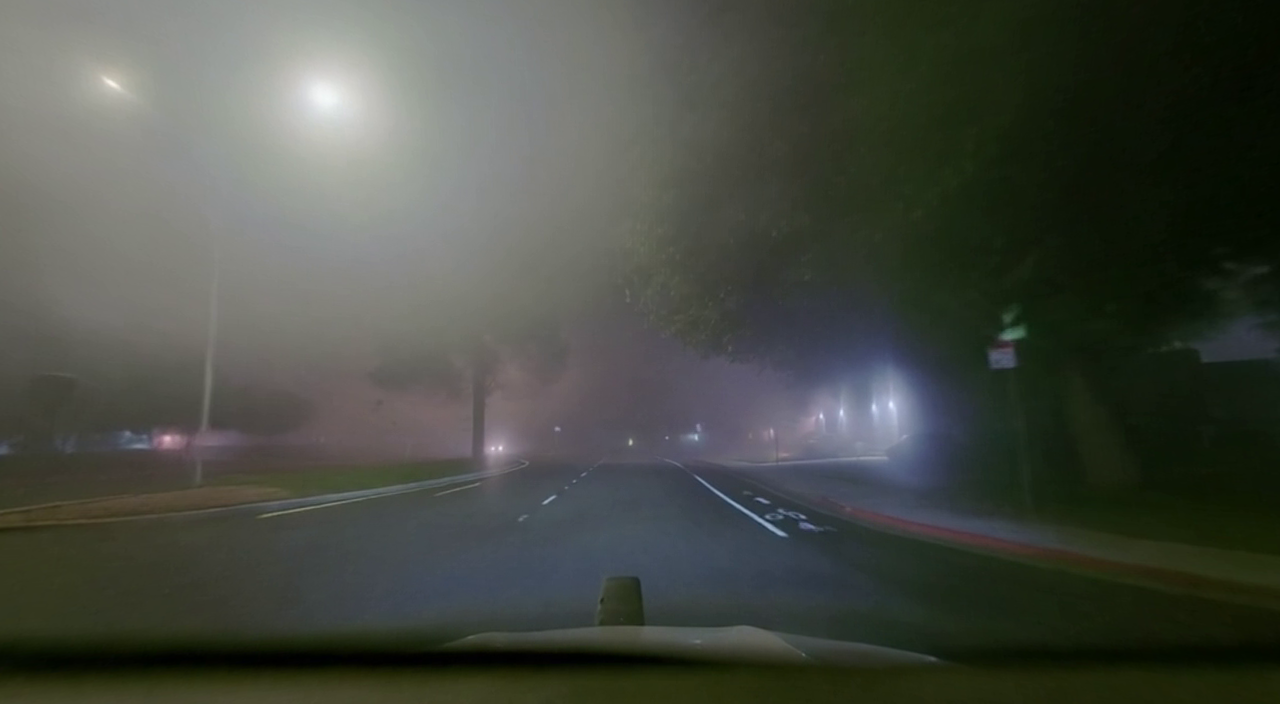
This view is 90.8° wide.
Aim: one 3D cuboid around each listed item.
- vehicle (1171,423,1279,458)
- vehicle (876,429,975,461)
[{"bbox_3d":[29.464,4.376,31.231,4.846,1.669,1.968,1,-8,-7],"label":"vehicle"},{"bbox_3d":[14.829,4.871,33.018,4.198,1.561,1.937,0,-10,1],"label":"vehicle"}]
